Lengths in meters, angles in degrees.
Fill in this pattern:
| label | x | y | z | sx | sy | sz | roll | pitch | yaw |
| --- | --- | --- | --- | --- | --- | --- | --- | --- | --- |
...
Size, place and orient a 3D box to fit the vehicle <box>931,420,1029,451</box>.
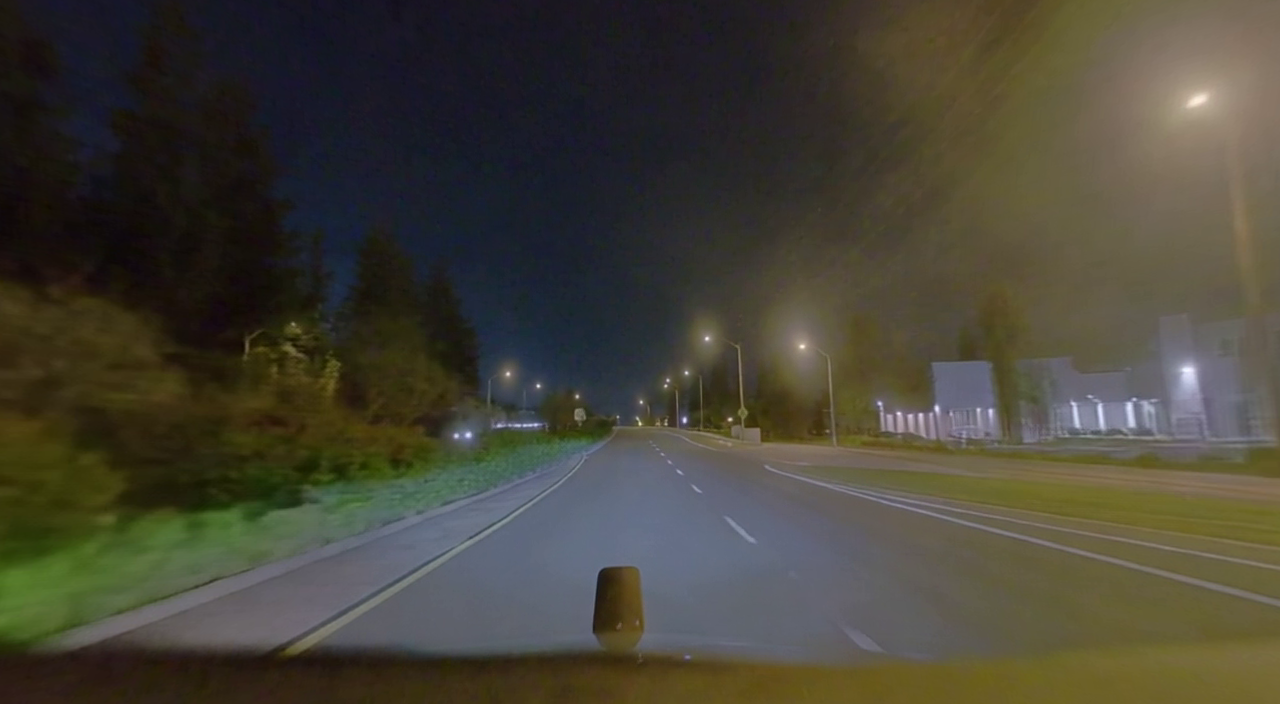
| label | x | y | z | sx | sy | sz | roll | pitch | yaw |
| --- | --- | --- | --- | --- | --- | --- | --- | --- | --- |
| vehicle | 24.498 | 6.074 | 45.745 | 5.603 | 2.179 | 2.440 | -1 | -9 | 5 |
